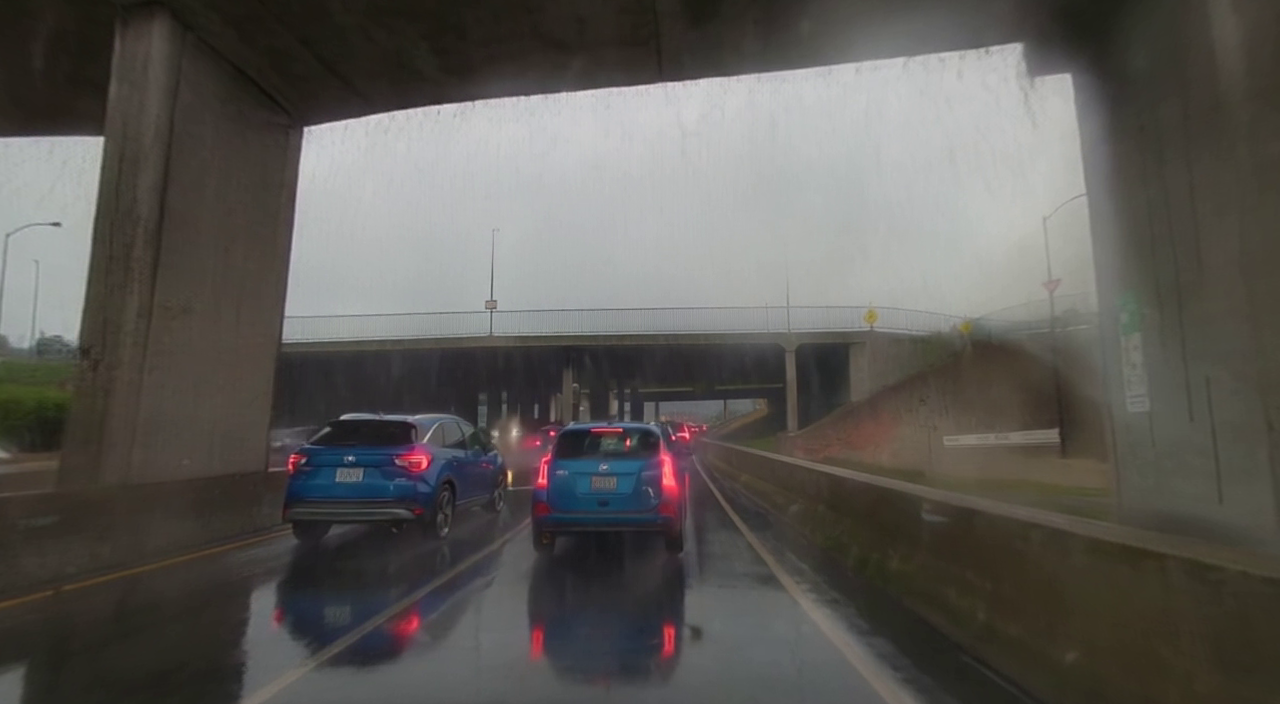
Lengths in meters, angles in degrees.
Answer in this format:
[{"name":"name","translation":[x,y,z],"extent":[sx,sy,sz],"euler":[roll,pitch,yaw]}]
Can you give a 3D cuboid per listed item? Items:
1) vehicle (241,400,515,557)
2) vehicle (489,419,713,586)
[{"name":"vehicle","translation":[-3.438,1.776,9.489],"extent":[2.017,1.761,4.572],"euler":[-1,-8,2]},{"name":"vehicle","translation":[-0.267,1.661,7.789],"extent":[2.020,1.478,4.092],"euler":[-1,-8,3]}]
